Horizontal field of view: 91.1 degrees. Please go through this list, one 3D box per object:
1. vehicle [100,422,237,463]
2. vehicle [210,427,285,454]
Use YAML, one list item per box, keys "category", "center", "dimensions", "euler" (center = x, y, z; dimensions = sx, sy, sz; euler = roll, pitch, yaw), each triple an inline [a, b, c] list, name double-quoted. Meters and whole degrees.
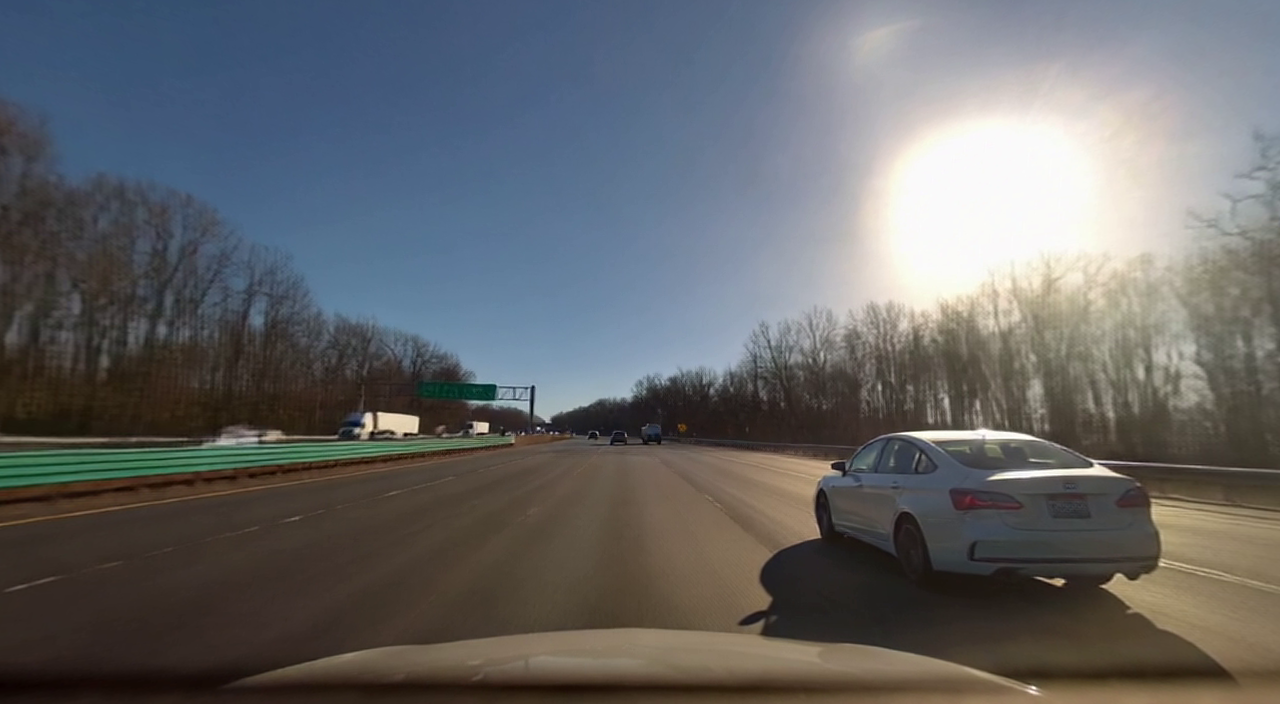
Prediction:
- category: "vehicle"
  center: [-18.807, 3.640, 25.416]
  dimensions: [1.964, 1.502, 4.665]
  euler: [0, -8, 0]
- category: "vehicle"
  center: [-22.392, 5.066, 36.073]
  dimensions: [1.802, 1.481, 3.958]
  euler: [0, -8, -1]
